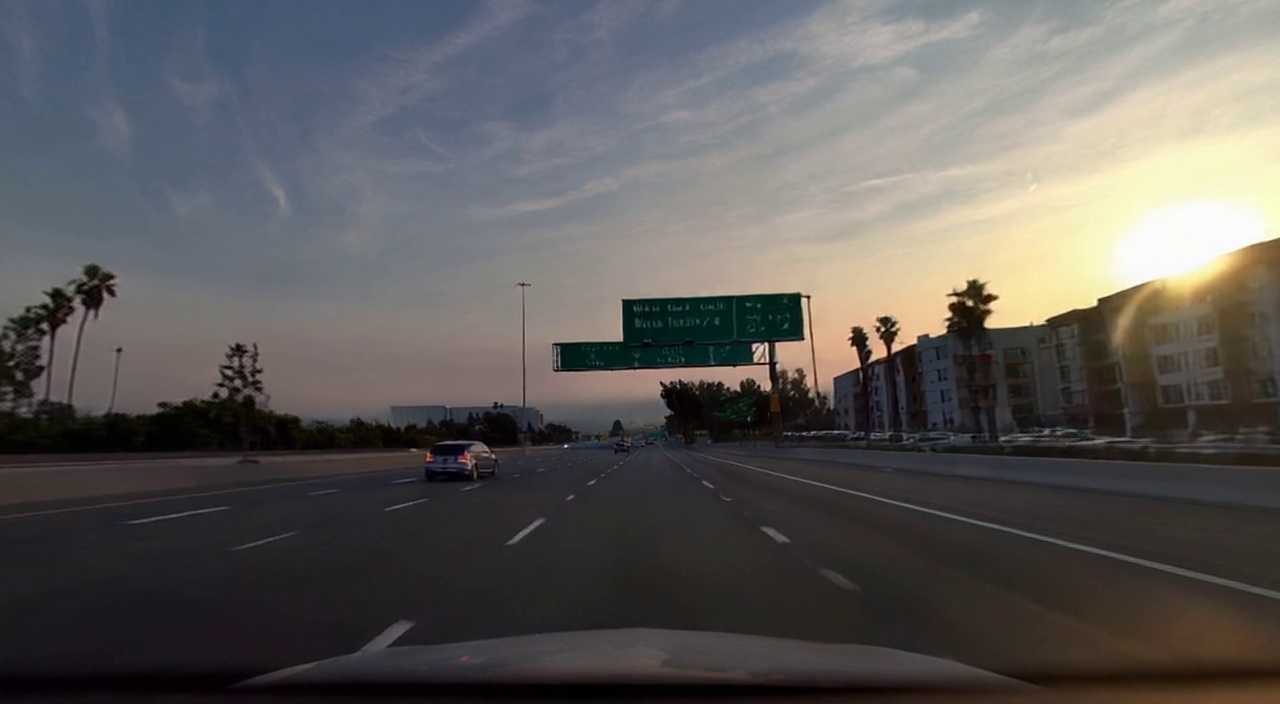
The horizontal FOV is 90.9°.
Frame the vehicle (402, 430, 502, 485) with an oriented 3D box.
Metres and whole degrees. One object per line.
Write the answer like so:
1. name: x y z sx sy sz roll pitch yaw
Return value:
1. vehicle: -6.747 3.839 23.279 2.145 1.793 4.762 -1 -8 1
